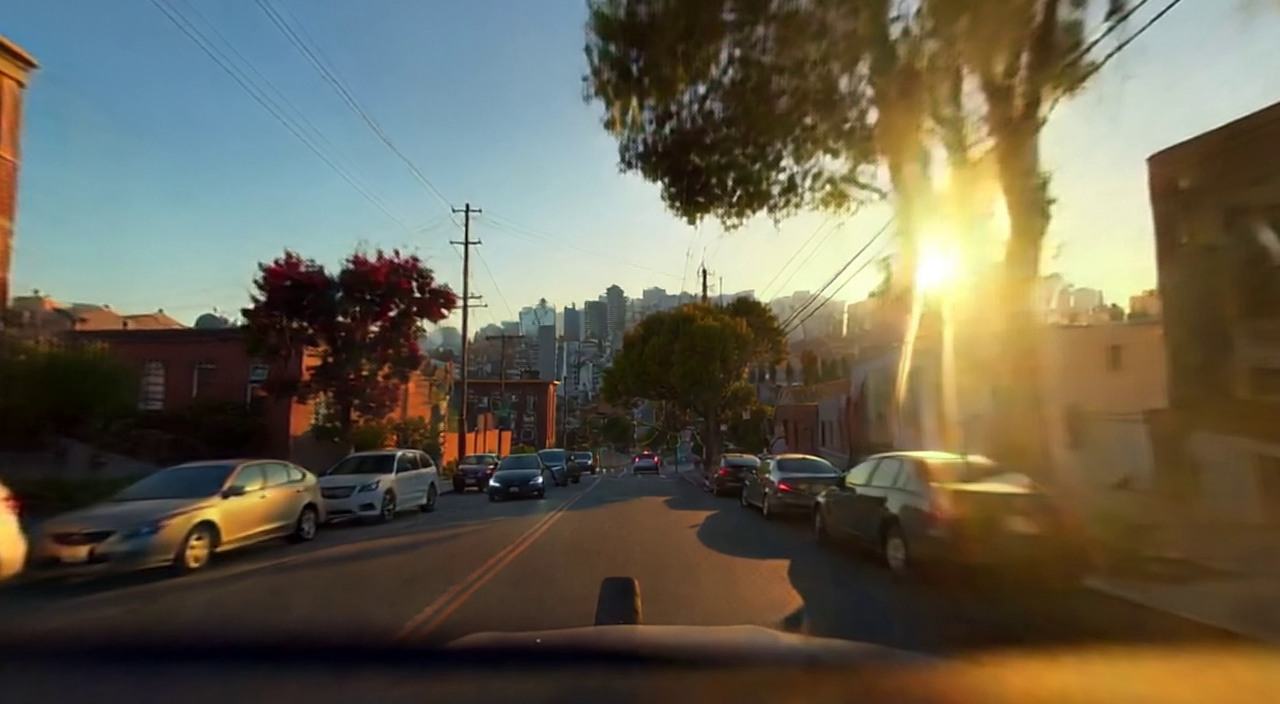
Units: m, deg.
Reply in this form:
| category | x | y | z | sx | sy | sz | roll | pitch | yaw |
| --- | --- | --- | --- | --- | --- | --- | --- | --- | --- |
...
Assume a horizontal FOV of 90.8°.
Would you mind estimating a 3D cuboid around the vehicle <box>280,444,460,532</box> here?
| category | x | y | z | sx | sy | sz | roll | pitch | yaw |
| --- | --- | --- | --- | --- | --- | --- | --- | --- | --- |
| vehicle | -6.703 | 3.398 | 16.683 | 2.263 | 1.882 | 5.706 | 0 | -9 | 0 |

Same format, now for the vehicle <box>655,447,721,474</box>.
| category | x | y | z | sx | sy | sz | roll | pitch | yaw |
| --- | --- | --- | --- | --- | --- | --- | --- | --- | --- |
| vehicle | 3.755 | 8.341 | 48.735 | 5.167 | 1.895 | 2.140 | 7 | -11 | -42 |

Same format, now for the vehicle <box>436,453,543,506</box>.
| category | x | y | z | sx | sy | sz | roll | pitch | yaw |
| --- | --- | --- | --- | --- | --- | --- | --- | --- | --- |
| vehicle | -5.198 | 4.212 | 21.357 | 1.994 | 1.510 | 4.802 | 5 | -10 | -32 |

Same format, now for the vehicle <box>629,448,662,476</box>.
| category | x | y | z | sx | sy | sz | roll | pitch | yaw |
| --- | --- | --- | --- | --- | --- | --- | --- | --- | --- |
| vehicle | 0.400 | 7.178 | 41.454 | 2.059 | 1.736 | 3.994 | 0 | -9 | 1 |

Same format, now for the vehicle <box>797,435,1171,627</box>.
| category | x | y | z | sx | sy | sz | roll | pitch | yaw |
| --- | --- | --- | --- | --- | --- | --- | --- | --- | --- |
| vehicle | 3.385 | 1.798 | 7.404 | 1.895 | 1.553 | 4.235 | 0 | -9 | -1 |

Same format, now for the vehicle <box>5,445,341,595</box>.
| category | x | y | z | sx | sy | sz | roll | pitch | yaw |
| --- | --- | --- | --- | --- | --- | --- | --- | --- | --- |
| vehicle | -6.680 | 2.351 | 9.867 | 1.925 | 1.759 | 4.396 | 0 | -9 | -2 |

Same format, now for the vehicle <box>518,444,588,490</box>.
| category | x | y | z | sx | sy | sz | roll | pitch | yaw |
| --- | --- | --- | --- | --- | --- | --- | --- | --- | --- |
| vehicle | -3.762 | 5.061 | 28.217 | 2.236 | 1.834 | 4.743 | -1 | -9 | 3 |
